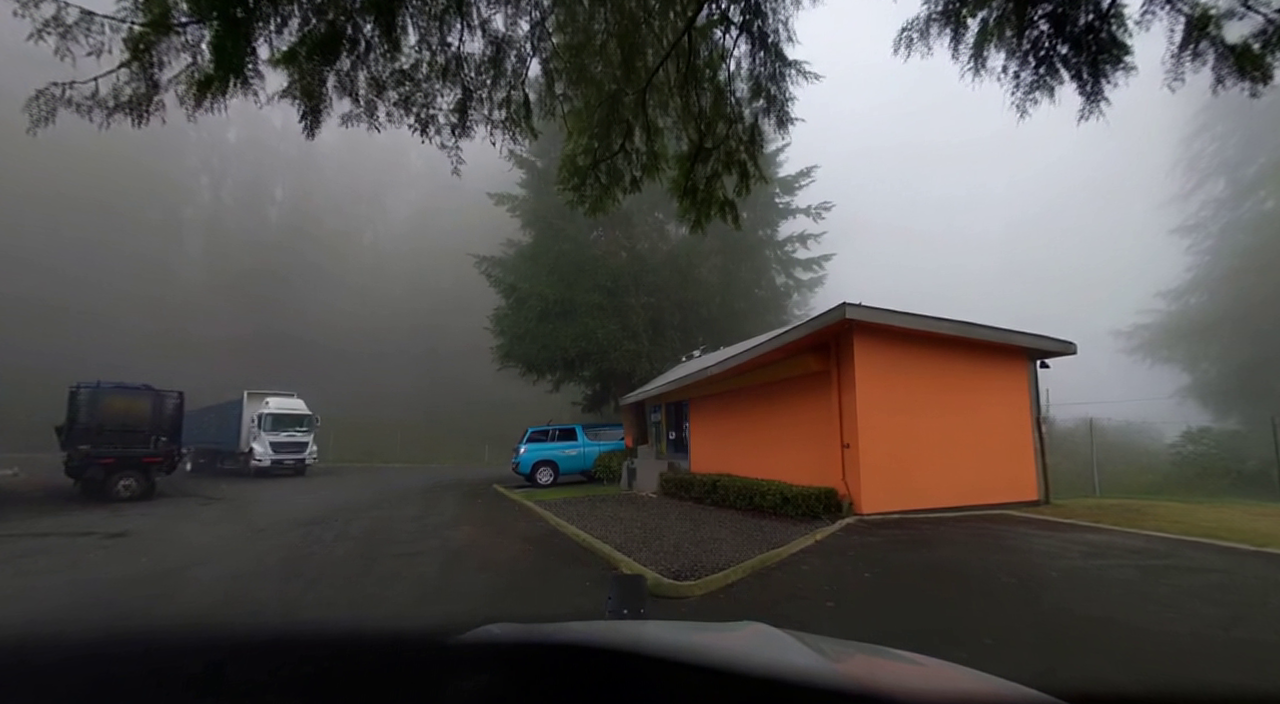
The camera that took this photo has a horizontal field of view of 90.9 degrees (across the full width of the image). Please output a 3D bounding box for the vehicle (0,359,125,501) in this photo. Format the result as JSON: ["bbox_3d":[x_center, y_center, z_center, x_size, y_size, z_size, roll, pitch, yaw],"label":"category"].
[{"bbox_3d":[-21.988,2.744,21.063,11.512,3.871,3.038,-5,-10,29],"label":"vehicle"}]

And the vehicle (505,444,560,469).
[{"bbox_3d":[-6.775,6.636,40.199,1.809,1.506,3.473,-4,-10,24],"label":"vehicle"}]

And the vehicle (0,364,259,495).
[{"bbox_3d":[-19.631,3.064,23.834,11.906,4.069,2.948,-5,-10,28],"label":"vehicle"}]
